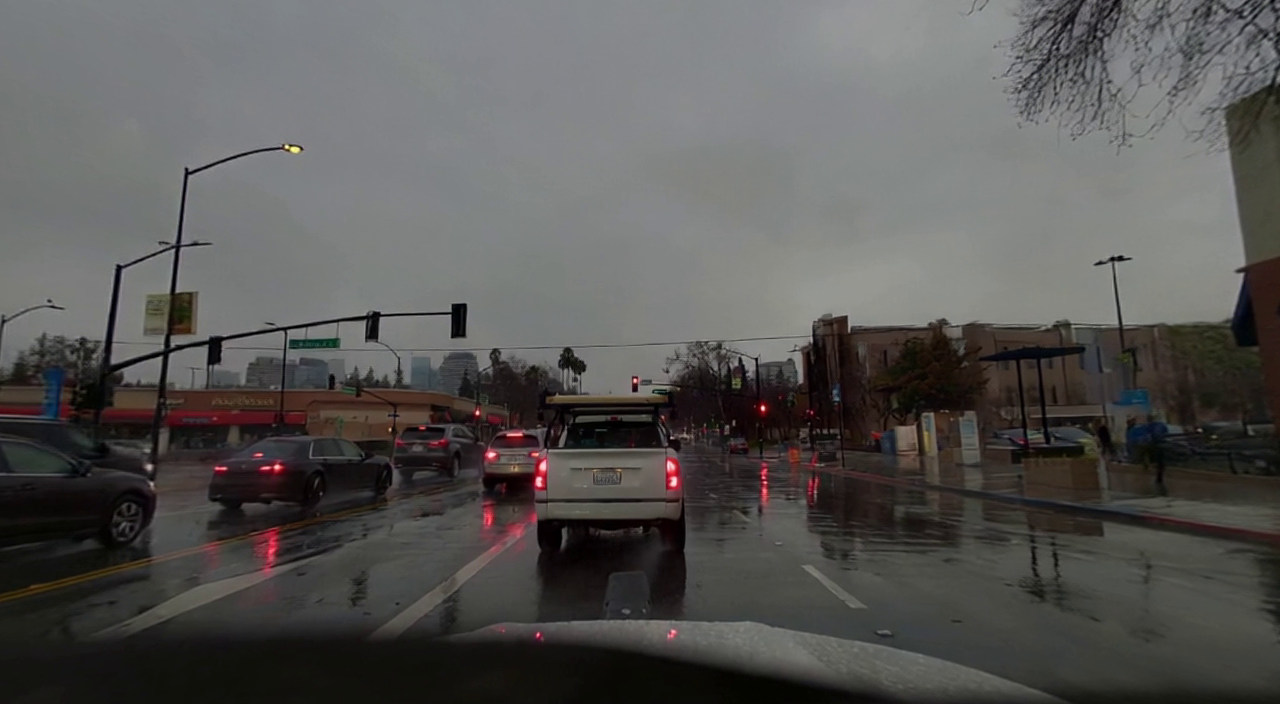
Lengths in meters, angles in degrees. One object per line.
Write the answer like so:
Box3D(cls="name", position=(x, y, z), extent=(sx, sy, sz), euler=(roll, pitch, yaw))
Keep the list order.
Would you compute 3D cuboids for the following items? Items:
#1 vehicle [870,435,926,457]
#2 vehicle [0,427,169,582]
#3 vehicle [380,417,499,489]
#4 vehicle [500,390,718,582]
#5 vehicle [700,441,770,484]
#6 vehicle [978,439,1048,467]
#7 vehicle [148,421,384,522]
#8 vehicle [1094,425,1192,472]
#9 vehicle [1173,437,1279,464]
Box3D(cls="vehicle", position=(20.088, 7.318, 49.052), extent=(4.361, 1.653, 2.034), euler=(6, -11, -37))
Box3D(cls="vehicle", position=(-6.963, 1.422, 5.849), extent=(1.831, 1.451, 4.382), euler=(0, -8, -1))
Box3D(cls="vehicle", position=(-6.481, 3.332, 21.023), extent=(2.496, 2.112, 4.351), euler=(0, -8, 0))
Box3D(cls="vehicle", position=(-0.318, 1.597, 8.235), extent=(2.064, 1.817, 4.298), euler=(0, -8, -1))
Box3D(cls="vehicle", position=(3.426, 4.048, 23.510), extent=(2.023, 1.441, 4.240), euler=(0, -8, 1))
Box3D(cls="vehicle", position=(20.089, 5.404, 33.936), extent=(3.836, 1.443, 1.694), euler=(5, -10, -35))
Box3D(cls="vehicle", position=(-7.151, 2.324, 12.779), extent=(1.941, 1.655, 4.503), euler=(0, -8, 1))
Box3D(cls="vehicle", position=(19.225, 3.660, 24.044), extent=(4.156, 1.622, 1.924), euler=(7, -11, -39))
Box3D(cls="vehicle", position=(29.706, 4.946, 31.677), extent=(4.176, 1.313, 1.719), euler=(0, -8, 2))
